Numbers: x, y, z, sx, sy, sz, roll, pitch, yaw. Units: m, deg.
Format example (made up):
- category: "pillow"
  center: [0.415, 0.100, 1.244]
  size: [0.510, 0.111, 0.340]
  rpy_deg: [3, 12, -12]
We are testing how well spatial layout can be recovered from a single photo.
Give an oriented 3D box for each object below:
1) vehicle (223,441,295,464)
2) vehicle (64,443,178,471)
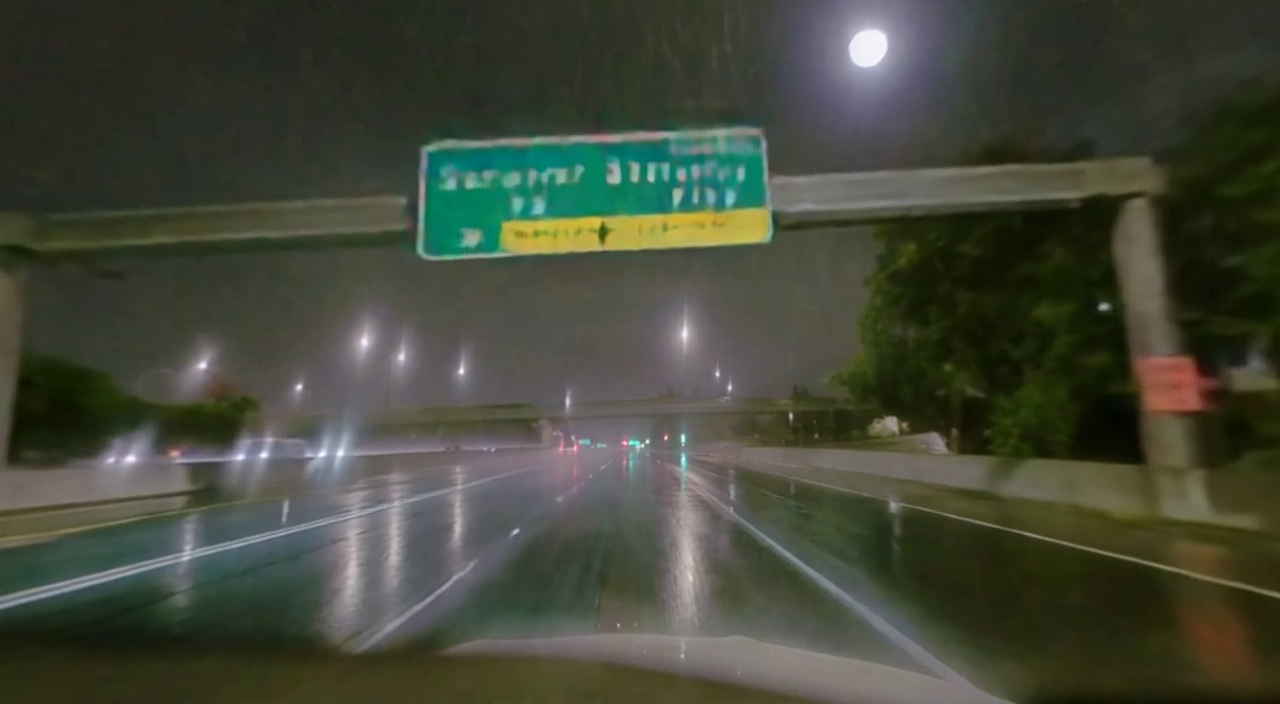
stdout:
- category: "vehicle"
  center: [-28.981, 7.636, 48.299]
  size: [2.045, 1.631, 5.399]
  rpy_deg: [0, -8, 1]
- category: "vehicle"
  center: [-22.209, 4.475, 27.251]
  size: [1.836, 1.103, 3.676]
  rpy_deg: [0, -8, -1]
